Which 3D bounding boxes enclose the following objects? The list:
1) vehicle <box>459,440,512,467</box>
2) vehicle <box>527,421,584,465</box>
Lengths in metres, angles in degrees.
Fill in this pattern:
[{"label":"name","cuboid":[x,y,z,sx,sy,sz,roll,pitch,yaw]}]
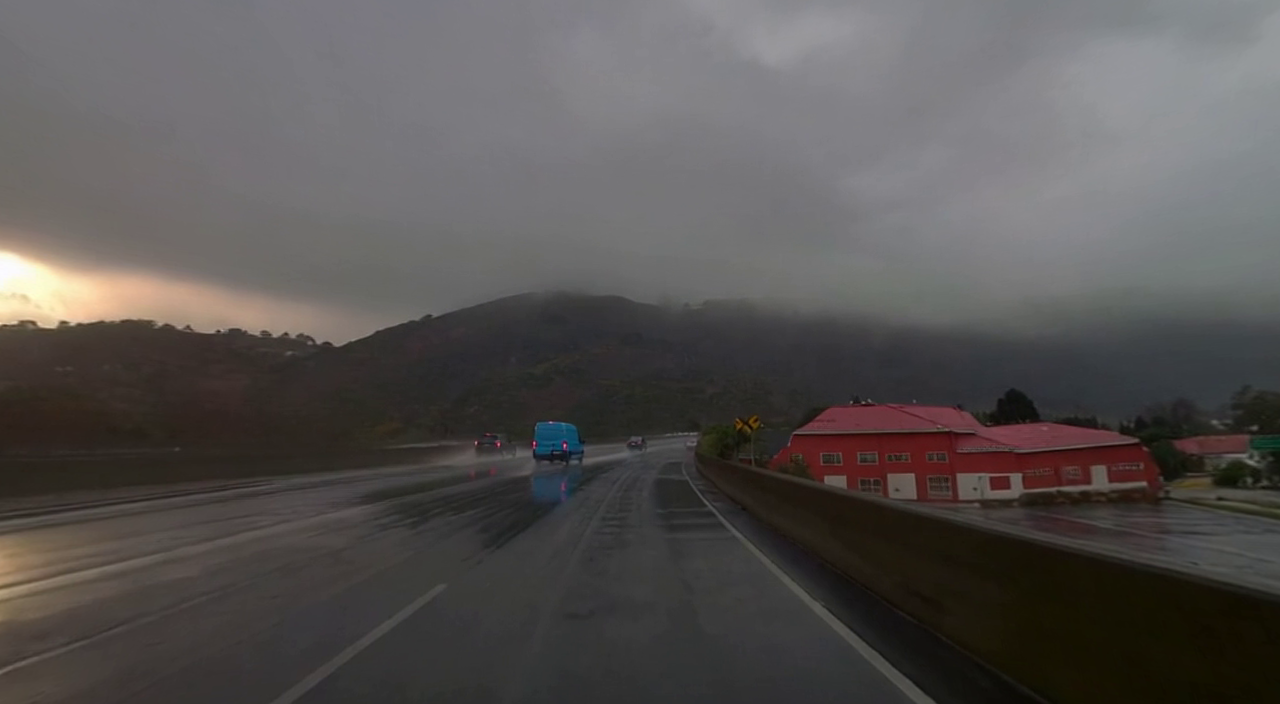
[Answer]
[{"label":"vehicle","cuboid":[-9.250,6.120,38.171,1.821,1.524,4.342,-1,-9,4]},{"label":"vehicle","cuboid":[-5.527,6.119,42.278,2.314,2.703,6.441,-1,-9,5]}]
